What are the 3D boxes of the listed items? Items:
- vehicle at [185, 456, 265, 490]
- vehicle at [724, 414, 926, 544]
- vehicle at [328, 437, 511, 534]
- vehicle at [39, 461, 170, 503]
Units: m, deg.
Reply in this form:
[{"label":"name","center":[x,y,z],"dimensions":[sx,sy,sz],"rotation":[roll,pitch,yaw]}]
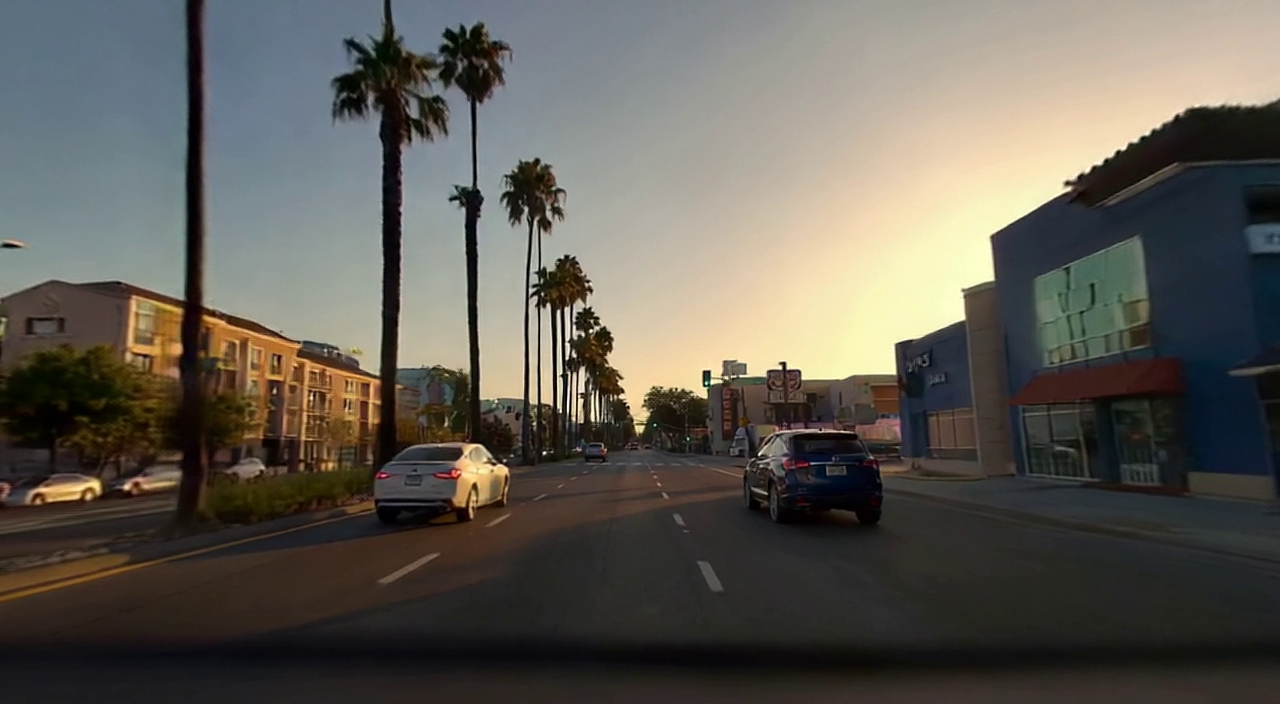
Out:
[{"label":"vehicle","center":[-23.469,6.831,35.914],"dimensions":[1.868,1.602,4.102],"rotation":[-3,-8,-2]},{"label":"vehicle","center":[2.770,2.025,10.653],"dimensions":[1.982,1.711,4.276],"rotation":[0,-9,-2]},{"label":"vehicle","center":[-3.883,2.403,11.985],"dimensions":[2.034,1.498,3.995],"rotation":[0,-9,0]},{"label":"vehicle","center":[-23.267,5.635,27.705],"dimensions":[1.926,1.483,4.349],"rotation":[-2,-8,0]}]
